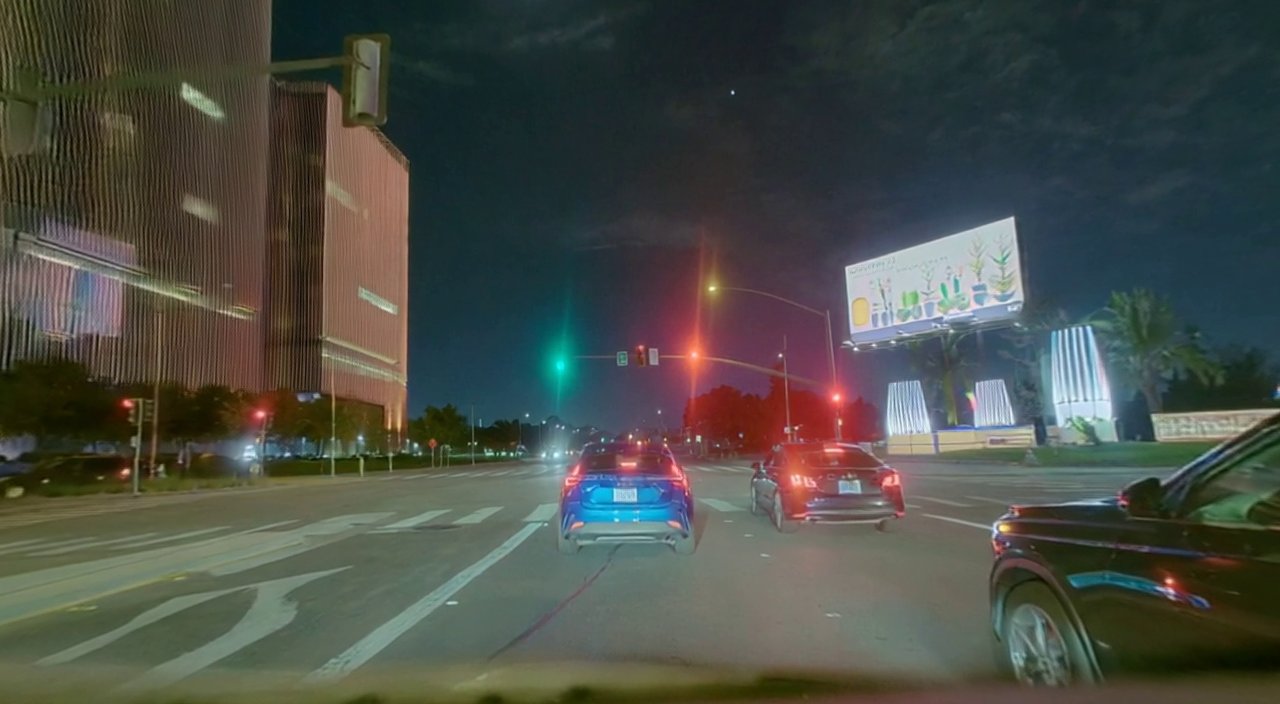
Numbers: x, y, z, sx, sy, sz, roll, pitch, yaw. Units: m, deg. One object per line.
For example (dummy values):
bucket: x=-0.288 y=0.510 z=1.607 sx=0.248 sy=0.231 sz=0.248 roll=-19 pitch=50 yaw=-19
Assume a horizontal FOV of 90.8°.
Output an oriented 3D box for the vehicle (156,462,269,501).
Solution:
vehicle: x=-19.100 y=5.789 z=28.521 sx=1.942 sy=1.453 sz=4.448 roll=0 pitch=-8 yaw=0

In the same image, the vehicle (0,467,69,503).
vehicle: x=-28.024 y=6.104 z=29.262 sx=1.972 sy=1.433 sz=4.324 roll=8 pitch=-12 yaw=-39

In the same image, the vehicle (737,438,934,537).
vehicle: x=3.198 y=2.304 z=11.460 sx=2.009 sy=1.414 sz=4.416 roll=0 pitch=-8 yaw=-2

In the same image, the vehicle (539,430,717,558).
vehicle: x=-0.159 y=1.974 z=9.485 sx=2.095 sy=1.502 sz=3.873 roll=0 pitch=-8 yaw=0

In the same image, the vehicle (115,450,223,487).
vehicle: x=-27.511 y=6.796 z=37.170 sx=2.300 sy=1.932 sz=5.056 roll=-1 pitch=-9 yaw=2

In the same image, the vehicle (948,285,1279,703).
vehicle: x=2.997 y=0.667 z=1.774 sx=2.047 sy=1.785 sz=4.357 roll=0 pitch=-8 yaw=0

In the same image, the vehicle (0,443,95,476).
vehicle: x=-35.704 y=6.335 z=37.388 sx=2.145 sy=1.797 sz=5.198 roll=-1 pitch=-8 yaw=1
